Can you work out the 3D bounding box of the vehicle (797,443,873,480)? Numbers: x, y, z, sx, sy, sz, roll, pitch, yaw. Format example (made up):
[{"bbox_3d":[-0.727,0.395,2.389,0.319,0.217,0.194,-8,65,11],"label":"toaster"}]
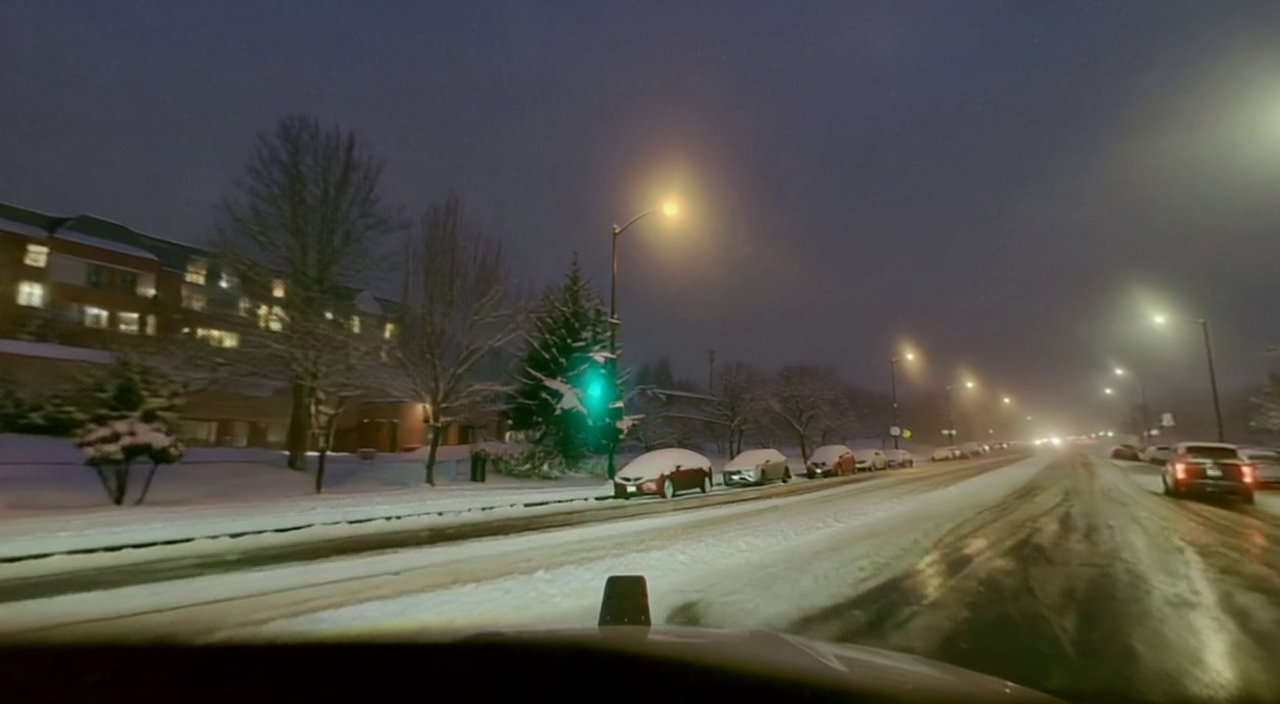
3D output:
[{"bbox_3d":[10.637,5.850,34.058,2.171,1.816,5.274,-6,-10,36],"label":"vehicle"}]

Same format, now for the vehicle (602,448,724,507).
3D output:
[{"bbox_3d":[0.868,3.931,20.264,1.922,1.628,4.291,-6,-10,34],"label":"vehicle"}]

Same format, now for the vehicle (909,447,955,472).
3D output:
[{"bbox_3d":[18.315,6.680,39.431,1.852,1.465,4.092,-6,-10,33],"label":"vehicle"}]

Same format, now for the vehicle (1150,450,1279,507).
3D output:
[{"bbox_3d":[17.856,3.856,19.807,2.148,1.488,4.508,-5,-9,31],"label":"vehicle"}]

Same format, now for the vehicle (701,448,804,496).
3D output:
[{"bbox_3d":[4.555,4.638,24.900,2.179,1.658,4.765,-6,-10,34],"label":"vehicle"}]
